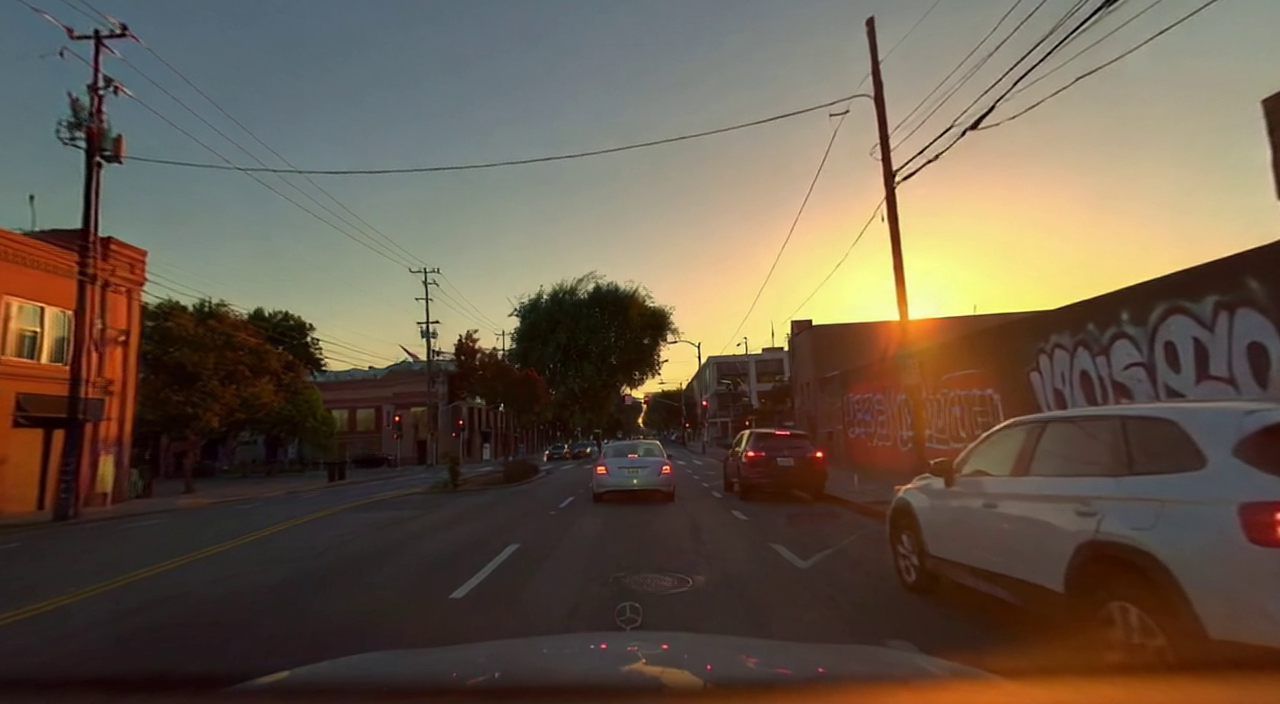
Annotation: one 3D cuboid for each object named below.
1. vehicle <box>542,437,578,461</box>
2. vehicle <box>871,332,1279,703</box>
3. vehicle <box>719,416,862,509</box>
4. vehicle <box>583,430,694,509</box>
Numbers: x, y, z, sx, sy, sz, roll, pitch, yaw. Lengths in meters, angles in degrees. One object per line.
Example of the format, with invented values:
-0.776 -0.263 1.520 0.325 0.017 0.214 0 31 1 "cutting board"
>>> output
-5.887 7.242 46.841 2.059 1.699 4.252 0 -8 1 "vehicle"
3.288 1.048 4.006 1.938 1.714 4.402 0 -8 0 "vehicle"
3.220 2.492 14.550 2.060 1.783 4.579 0 -8 -1 "vehicle"
0.001 2.598 14.400 2.153 1.505 4.452 0 -8 1 "vehicle"
